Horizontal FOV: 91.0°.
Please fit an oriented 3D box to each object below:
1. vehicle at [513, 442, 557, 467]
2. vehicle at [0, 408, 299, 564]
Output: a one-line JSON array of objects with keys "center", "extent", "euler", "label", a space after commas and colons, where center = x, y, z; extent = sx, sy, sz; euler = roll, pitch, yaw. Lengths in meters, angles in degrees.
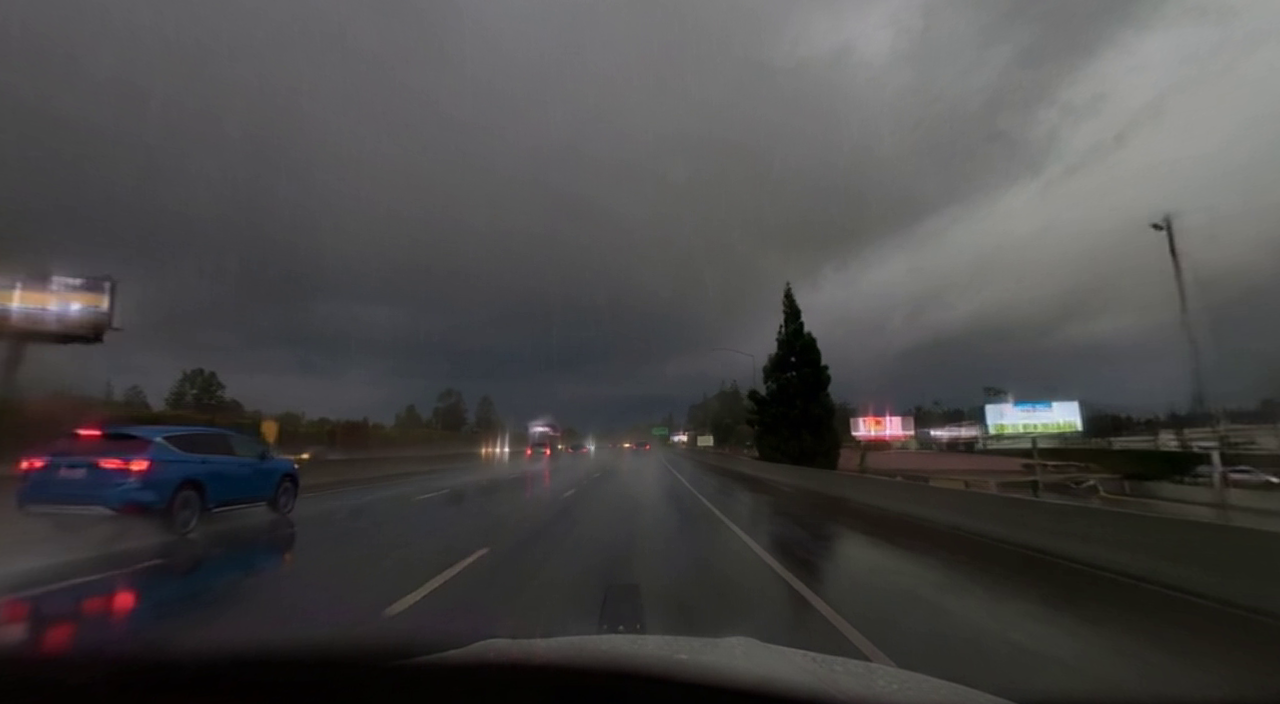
[{"center": [-6.876, 6.774, 41.713], "extent": [2.008, 1.520, 4.731], "euler": [0, -9, 1], "label": "vehicle"}, {"center": [-7.465, 1.818, 9.329], "extent": [2.055, 1.683, 4.804], "euler": [0, -9, 1], "label": "vehicle"}]
